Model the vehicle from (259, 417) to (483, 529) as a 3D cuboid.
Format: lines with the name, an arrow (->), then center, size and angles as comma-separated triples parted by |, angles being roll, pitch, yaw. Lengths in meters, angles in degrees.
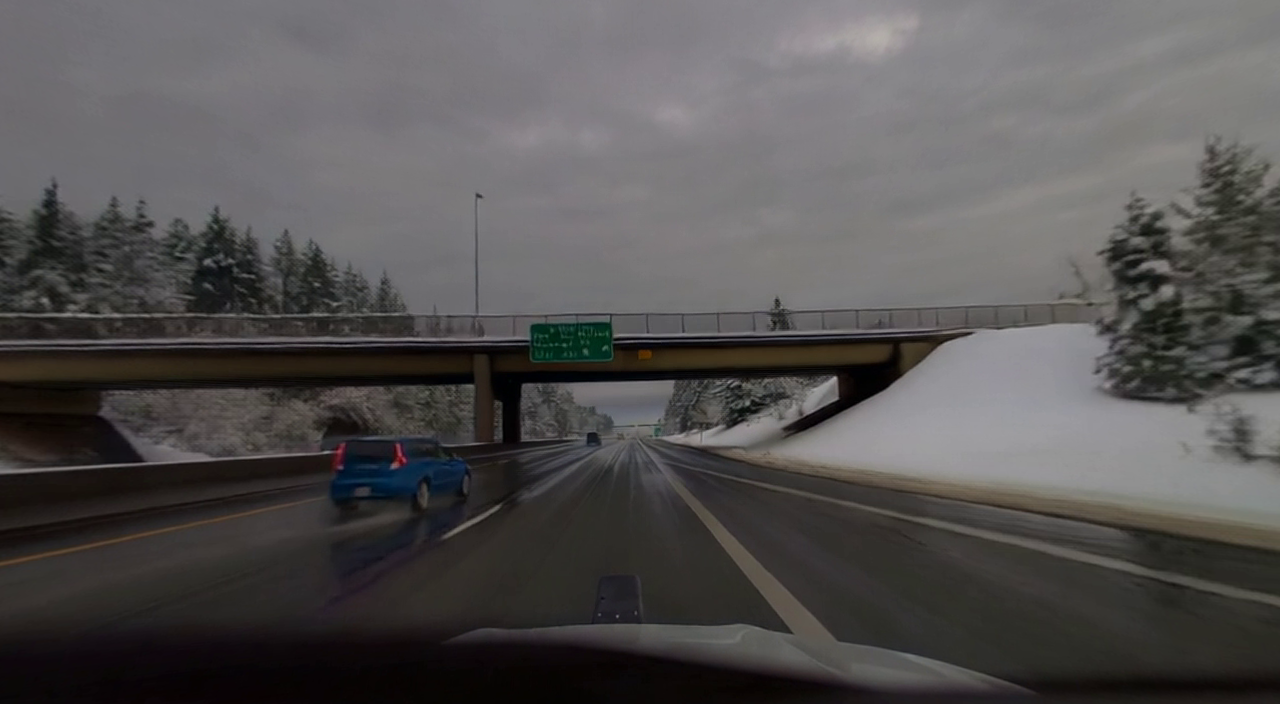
vehicle -> -4.520, 2.077, 11.574 | 2.086, 1.624, 4.607 | 0, -8, 0
